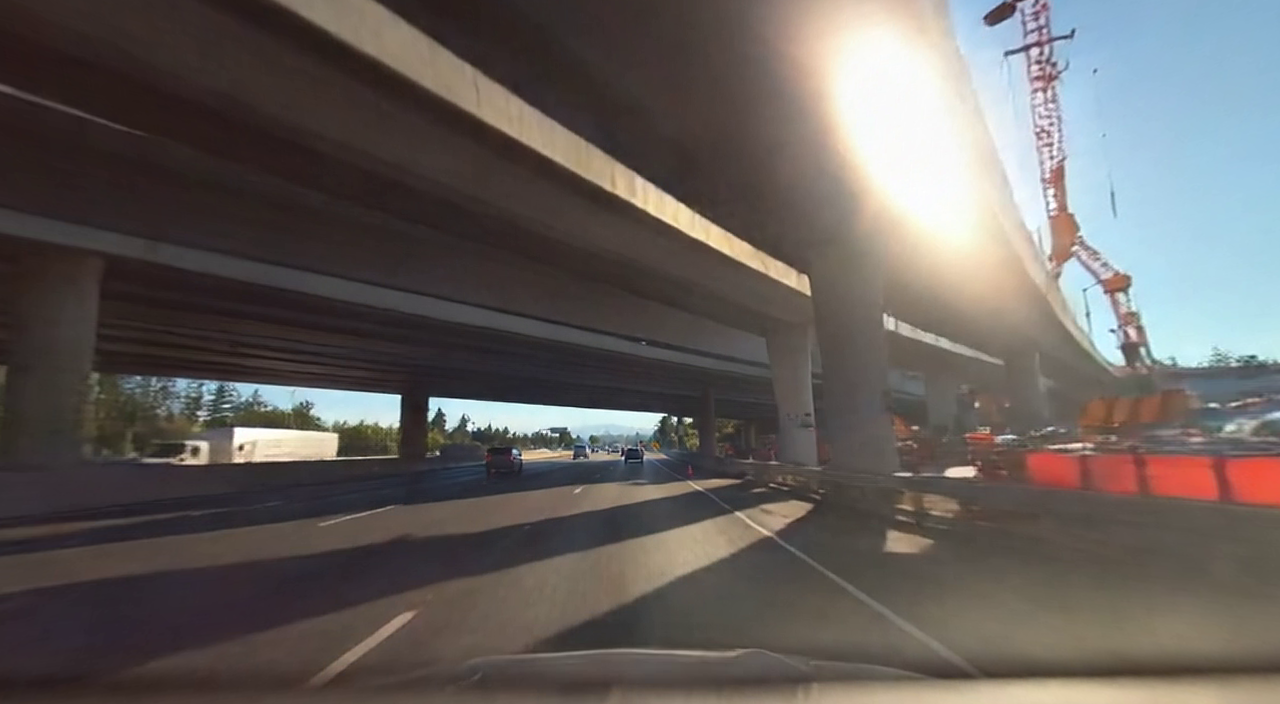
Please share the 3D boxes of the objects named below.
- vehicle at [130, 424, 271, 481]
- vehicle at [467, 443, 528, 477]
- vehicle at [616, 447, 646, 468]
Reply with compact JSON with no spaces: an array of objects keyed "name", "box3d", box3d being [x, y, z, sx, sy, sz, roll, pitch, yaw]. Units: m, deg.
[{"name":"vehicle","box3d":[-28.689,6.636,41.967,3.005,3.314,8.763,0,-9,0]},{"name":"vehicle","box3d":[-7.178,5.480,32.234,2.128,1.604,4.279,0,-9,0]},{"name":"vehicle","box3d":[-0.628,7.627,45.798,2.051,1.459,4.092,0,-9,-1]}]
